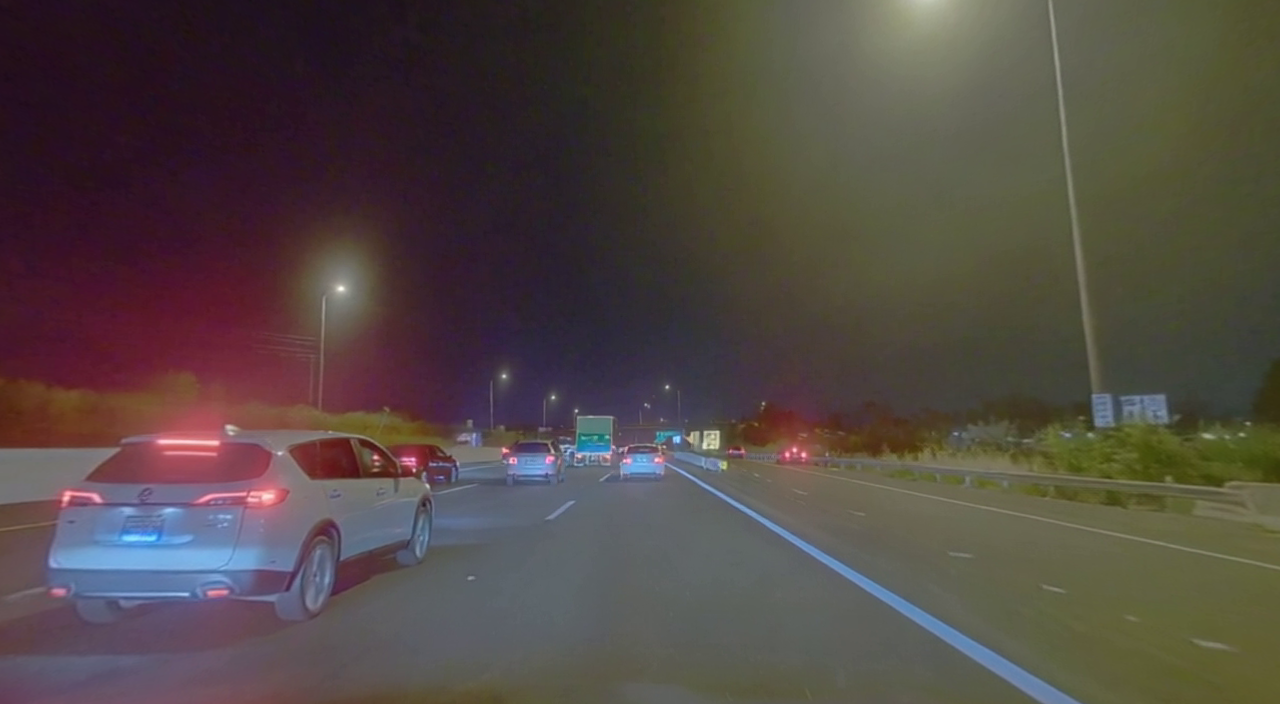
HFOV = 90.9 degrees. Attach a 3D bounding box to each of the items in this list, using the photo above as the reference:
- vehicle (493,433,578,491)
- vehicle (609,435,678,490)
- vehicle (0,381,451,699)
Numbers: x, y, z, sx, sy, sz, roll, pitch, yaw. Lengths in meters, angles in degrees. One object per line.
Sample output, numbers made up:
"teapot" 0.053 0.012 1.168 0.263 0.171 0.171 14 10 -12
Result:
"vehicle" -3.515 3.798 22.157 2.125 1.792 4.466 0 -8 1
"vehicle" 0.138 3.774 21.917 2.180 1.716 3.920 0 -8 1
"vehicle" -3.497 1.333 5.641 2.209 1.711 4.296 0 -8 1
